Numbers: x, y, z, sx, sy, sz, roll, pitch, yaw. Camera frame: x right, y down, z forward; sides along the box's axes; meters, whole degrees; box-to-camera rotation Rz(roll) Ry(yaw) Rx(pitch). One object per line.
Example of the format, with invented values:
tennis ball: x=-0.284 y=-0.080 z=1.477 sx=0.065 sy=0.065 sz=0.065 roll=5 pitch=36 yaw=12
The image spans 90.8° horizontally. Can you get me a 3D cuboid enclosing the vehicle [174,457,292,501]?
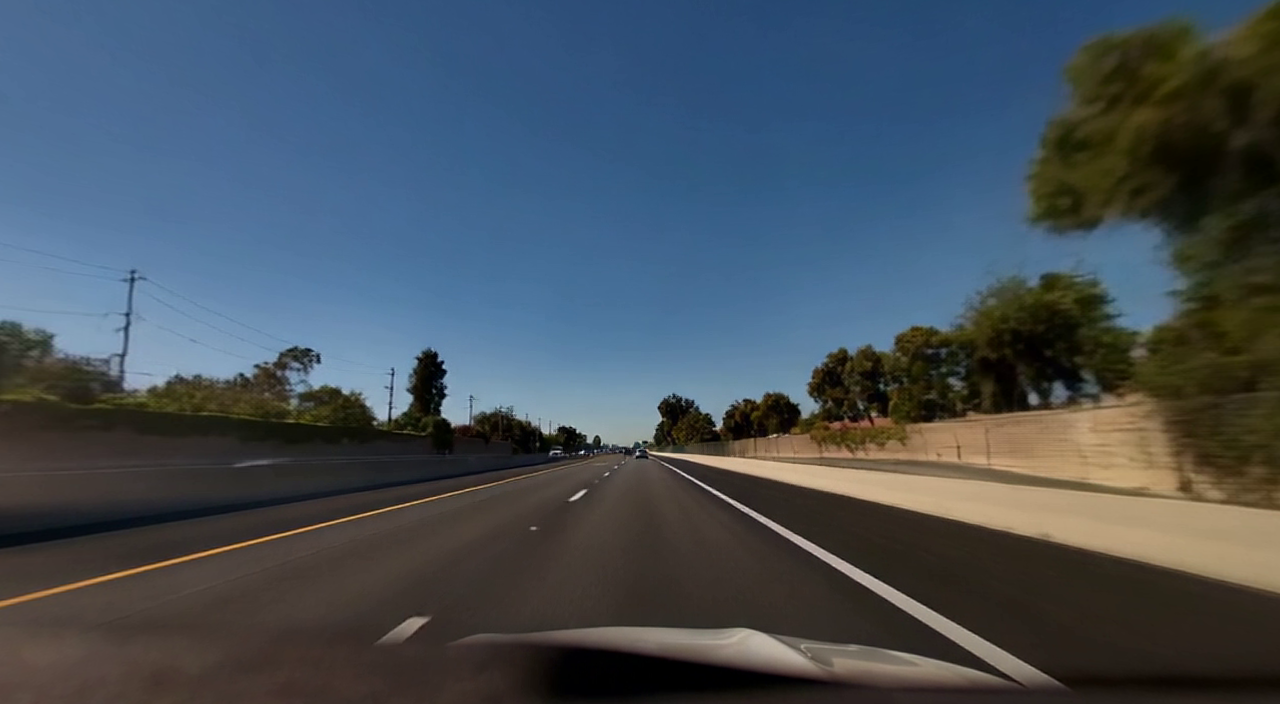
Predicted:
vehicle: x=-15.246 y=4.741 z=23.933 sx=1.768 sy=1.452 sz=4.110 roll=0 pitch=-9 yaw=-1
